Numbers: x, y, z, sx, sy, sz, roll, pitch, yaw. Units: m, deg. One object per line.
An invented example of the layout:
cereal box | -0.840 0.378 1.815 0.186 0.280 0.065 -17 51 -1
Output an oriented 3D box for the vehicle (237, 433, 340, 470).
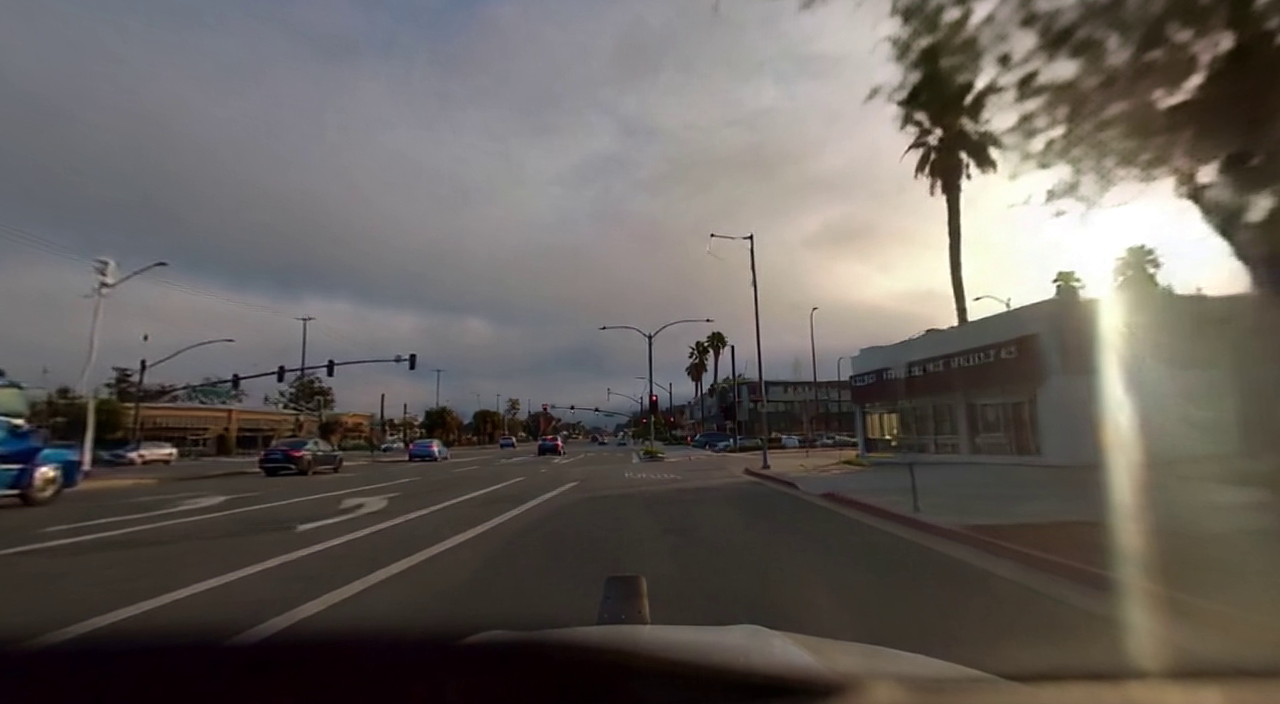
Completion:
vehicle | -15.249 4.338 27.557 1.916 1.481 4.430 0 -8 1

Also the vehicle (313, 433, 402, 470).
vehicle | -12.243 4.355 27.558 1.900 1.462 4.225 0 -8 0

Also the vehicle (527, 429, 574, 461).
vehicle | -5.320 5.653 38.064 2.114 1.784 4.450 0 -8 1

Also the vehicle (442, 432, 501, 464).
vehicle | -8.896 5.122 33.465 1.977 1.584 3.983 0 -8 0

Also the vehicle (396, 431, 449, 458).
vehicle | -15.226 6.525 44.237 2.156 1.742 4.264 0 -8 0
